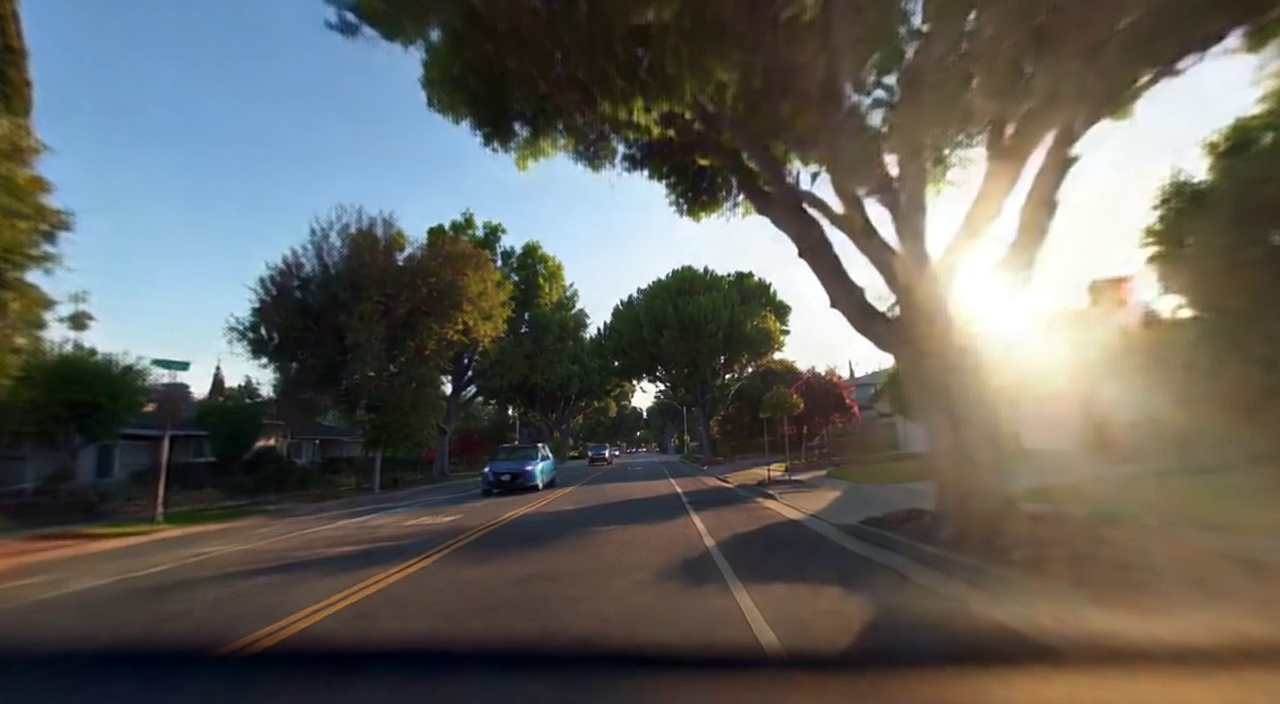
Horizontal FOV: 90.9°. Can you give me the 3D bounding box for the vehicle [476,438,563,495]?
[{"bbox_3d":[-4.066,3.934,22.140,2.041,1.780,4.618,0,-8,1],"label":"vehicle"}]
